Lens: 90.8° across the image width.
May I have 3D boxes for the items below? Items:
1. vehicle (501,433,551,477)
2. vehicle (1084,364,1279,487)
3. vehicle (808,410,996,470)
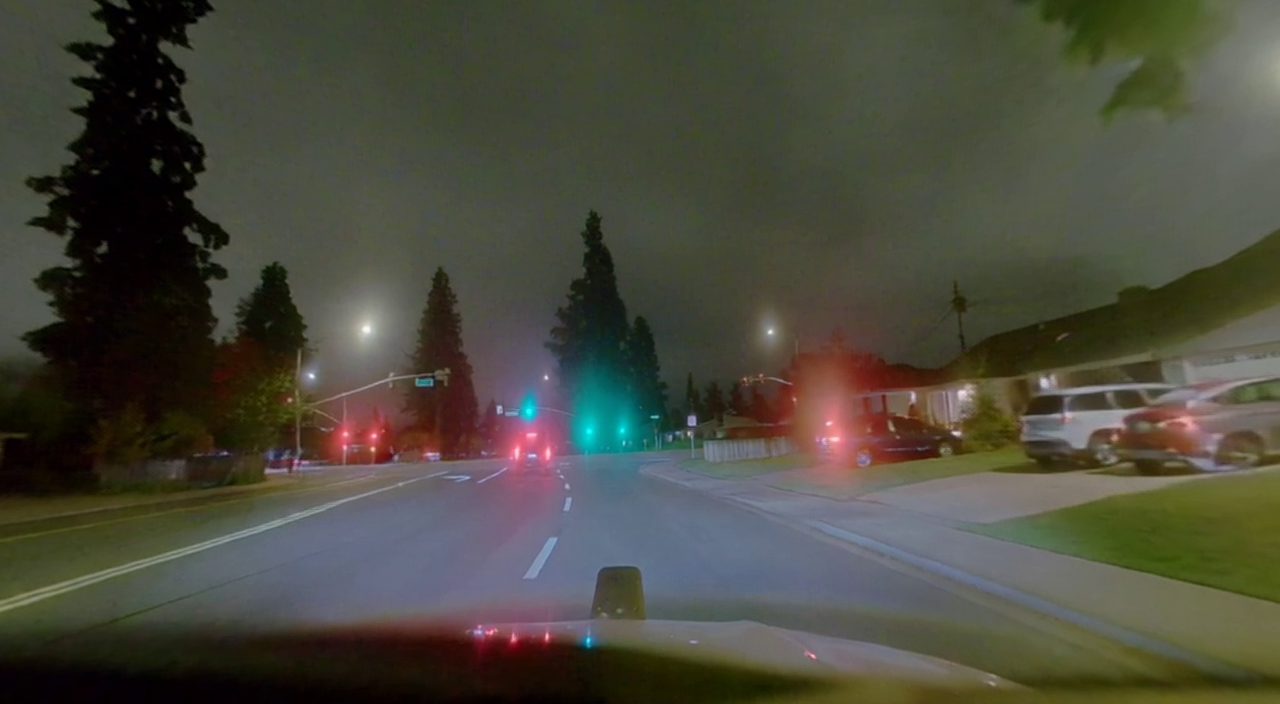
[{"bbox_3d":[-5.171,4.726,29.282,2.041,1.834,4.679,1,-9,-8],"label":"vehicle"},{"bbox_3d":[9.405,1.109,9.336,4.231,1.592,1.953,0,-9,-4],"label":"vehicle"},{"bbox_3d":[7.605,2.598,18.616,4.663,1.618,1.962,1,-9,-7],"label":"vehicle"}]
